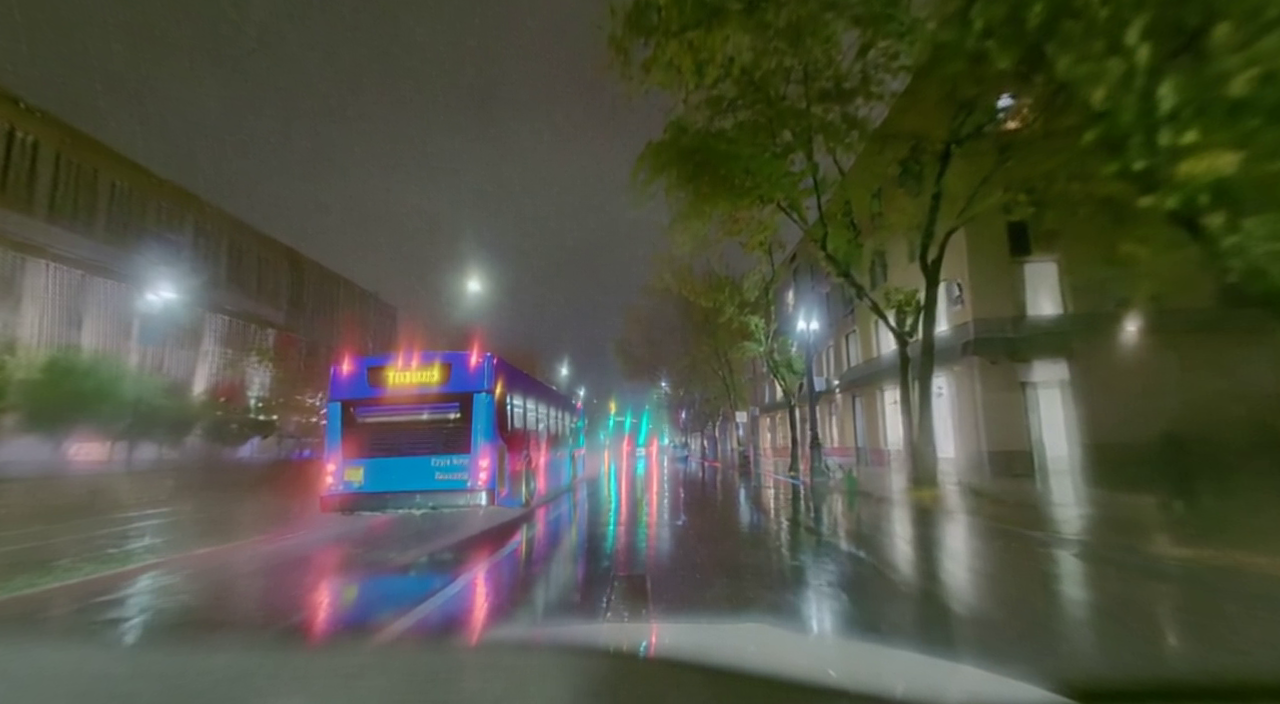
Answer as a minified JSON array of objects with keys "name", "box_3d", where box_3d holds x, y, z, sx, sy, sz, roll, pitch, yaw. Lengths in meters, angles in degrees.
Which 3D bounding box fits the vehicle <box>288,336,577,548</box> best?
[{"name":"vehicle","box_3d":[-3.240,1.847,12.939,2.920,2.884,8.588,0,-8,1]}]

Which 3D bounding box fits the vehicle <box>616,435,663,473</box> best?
[{"name":"vehicle","box_3d":[-0.016,4.960,30.756,2.120,1.727,3.917,0,-8,0]}]
